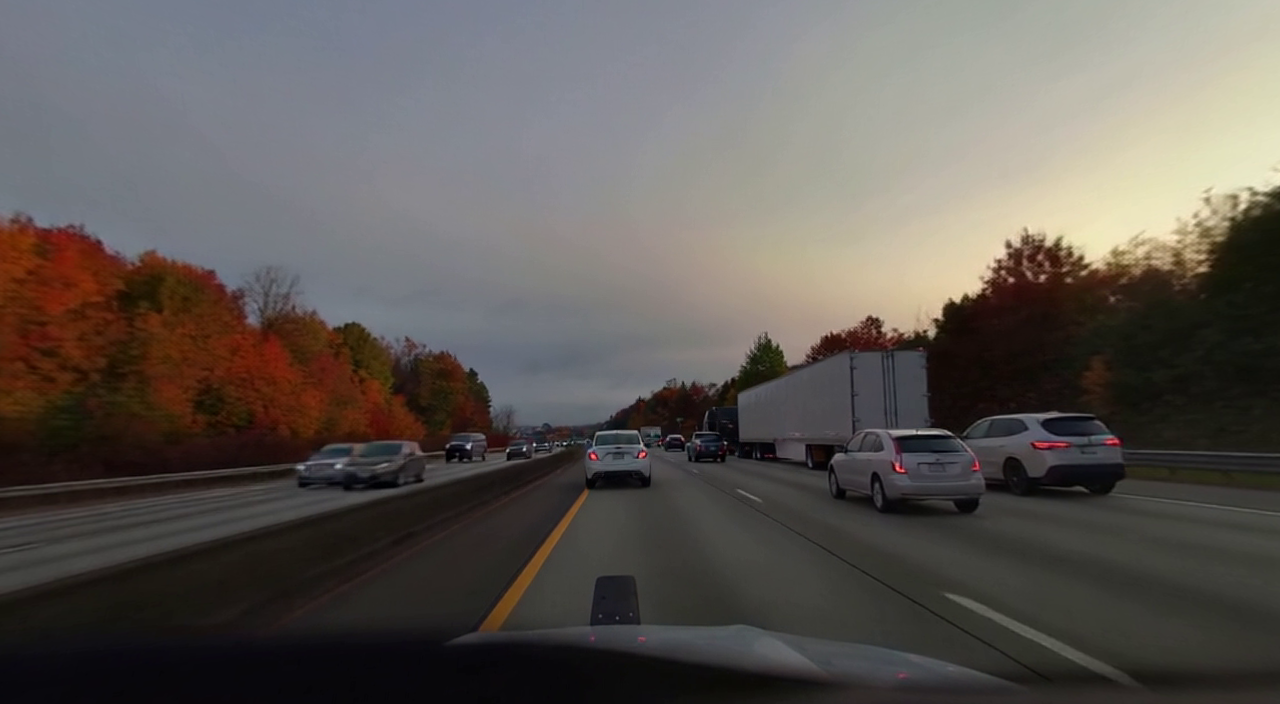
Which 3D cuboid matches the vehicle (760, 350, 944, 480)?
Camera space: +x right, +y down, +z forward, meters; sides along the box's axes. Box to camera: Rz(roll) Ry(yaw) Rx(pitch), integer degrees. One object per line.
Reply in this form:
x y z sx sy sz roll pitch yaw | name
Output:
7.915 2.834 26.506 2.867 4.066 13.802 0 -7 0 | vehicle

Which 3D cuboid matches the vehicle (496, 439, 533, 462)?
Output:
-8.877 7.001 44.851 1.872 1.521 3.962 0 -8 0 | vehicle

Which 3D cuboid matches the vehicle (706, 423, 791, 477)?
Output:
3.638 3.359 21.819 2.147 1.707 3.963 0 -8 -1 | vehicle

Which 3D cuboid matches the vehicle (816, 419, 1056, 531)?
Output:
4.628 1.958 10.675 2.040 1.523 4.068 0 -8 0 | vehicle

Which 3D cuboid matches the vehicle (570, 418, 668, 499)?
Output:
-0.488 2.567 15.641 2.087 1.709 4.455 0 -8 -1 | vehicle

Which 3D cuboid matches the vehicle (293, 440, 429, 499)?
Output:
-8.397 3.532 19.544 2.054 1.579 4.792 0 -8 0 | vehicle

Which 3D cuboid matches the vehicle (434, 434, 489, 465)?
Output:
-12.318 6.742 43.806 2.338 2.059 5.149 0 -8 -1 | vehicle

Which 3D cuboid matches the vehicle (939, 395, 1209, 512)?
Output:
8.495 2.025 13.039 2.116 1.965 4.691 0 -8 -2 | vehicle
